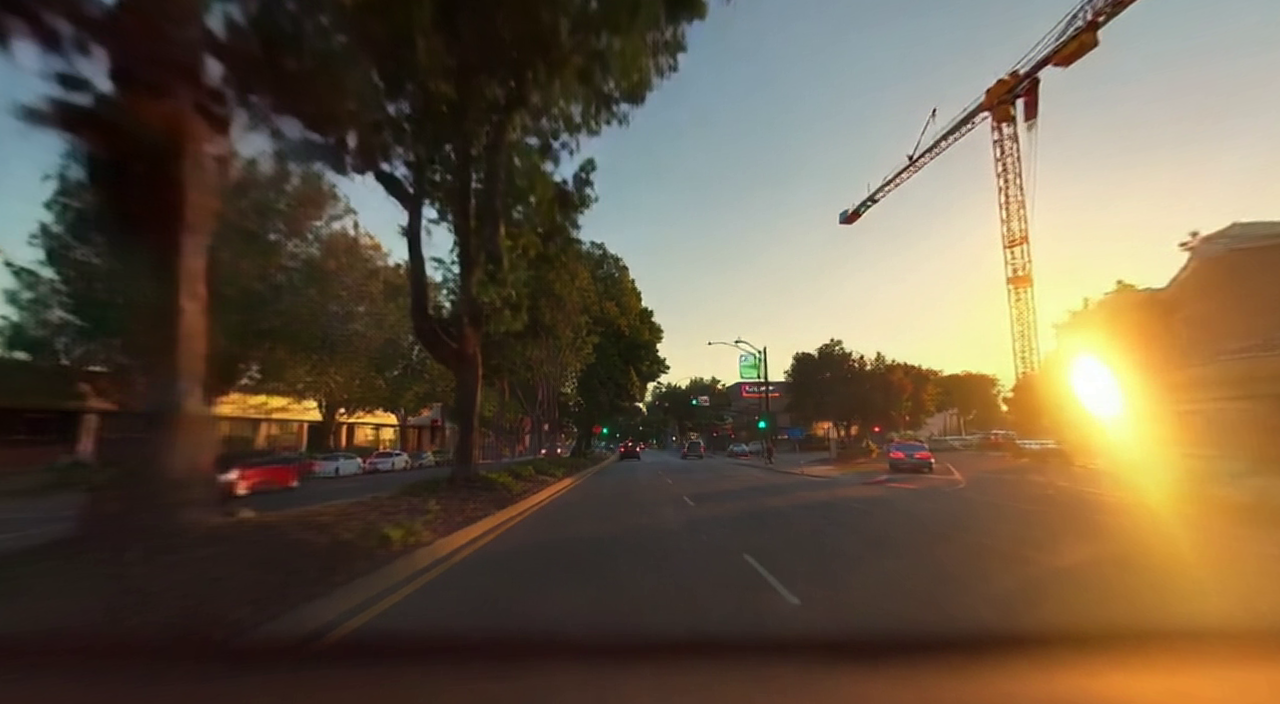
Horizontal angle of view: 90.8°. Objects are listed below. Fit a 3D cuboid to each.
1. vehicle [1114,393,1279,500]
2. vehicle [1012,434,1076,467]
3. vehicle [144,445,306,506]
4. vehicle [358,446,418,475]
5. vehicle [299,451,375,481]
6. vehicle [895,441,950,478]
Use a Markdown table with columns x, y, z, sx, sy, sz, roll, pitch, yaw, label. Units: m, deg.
| x | y | z | sx | sy | sz | roll | pitch | yaw | label |
| --- | --- | --- | --- | --- | --- | --- | --- | --- | --- |
| 16.940 | 2.832 | 19.023 | 2.311 | 2.722 | 5.823 | -3 | -9 | 18 | vehicle |
| 25.508 | 6.213 | 40.079 | 2.159 | 1.920 | 4.948 | -3 | -9 | 18 | vehicle |
| -11.959 | 3.545 | 18.622 | 1.897 | 1.557 | 4.218 | 0 | -8 | 0 | vehicle |
| -16.390 | 7.035 | 41.359 | 2.070 | 1.774 | 4.549 | 0 | -9 | 0 | vehicle |
| -16.486 | 6.179 | 34.627 | 1.780 | 1.493 | 4.703 | 0 | -9 | 1 | vehicle |
| 12.525 | 4.737 | 28.231 | 1.961 | 1.485 | 4.762 | -4 | -9 | 21 | vehicle |
